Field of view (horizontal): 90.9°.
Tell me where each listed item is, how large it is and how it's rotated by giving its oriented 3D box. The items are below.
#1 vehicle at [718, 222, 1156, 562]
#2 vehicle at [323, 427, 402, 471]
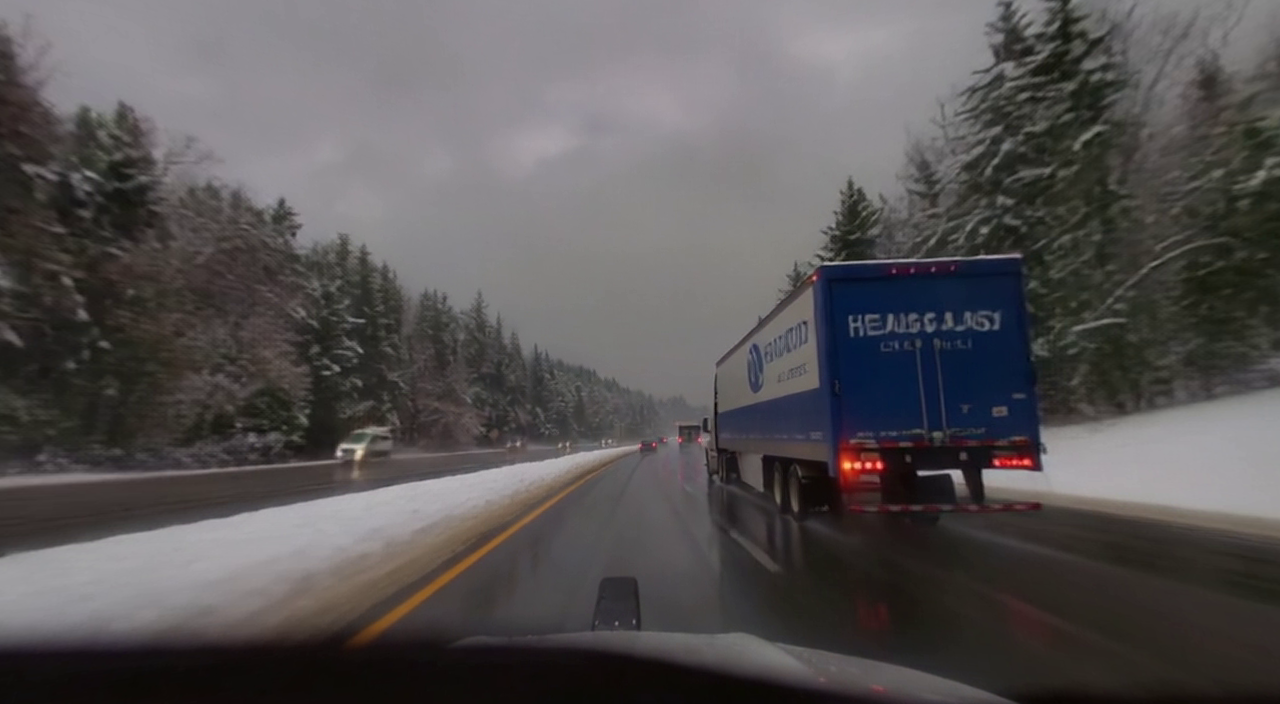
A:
[{"bbox_3d":[4.321,1.354,14.384,3.171,4.072,13.784,0,-8,0],"label":"vehicle"},{"bbox_3d":[-17.625,6.193,40.421,2.420,2.549,5.415,-1,-8,2],"label":"vehicle"}]
